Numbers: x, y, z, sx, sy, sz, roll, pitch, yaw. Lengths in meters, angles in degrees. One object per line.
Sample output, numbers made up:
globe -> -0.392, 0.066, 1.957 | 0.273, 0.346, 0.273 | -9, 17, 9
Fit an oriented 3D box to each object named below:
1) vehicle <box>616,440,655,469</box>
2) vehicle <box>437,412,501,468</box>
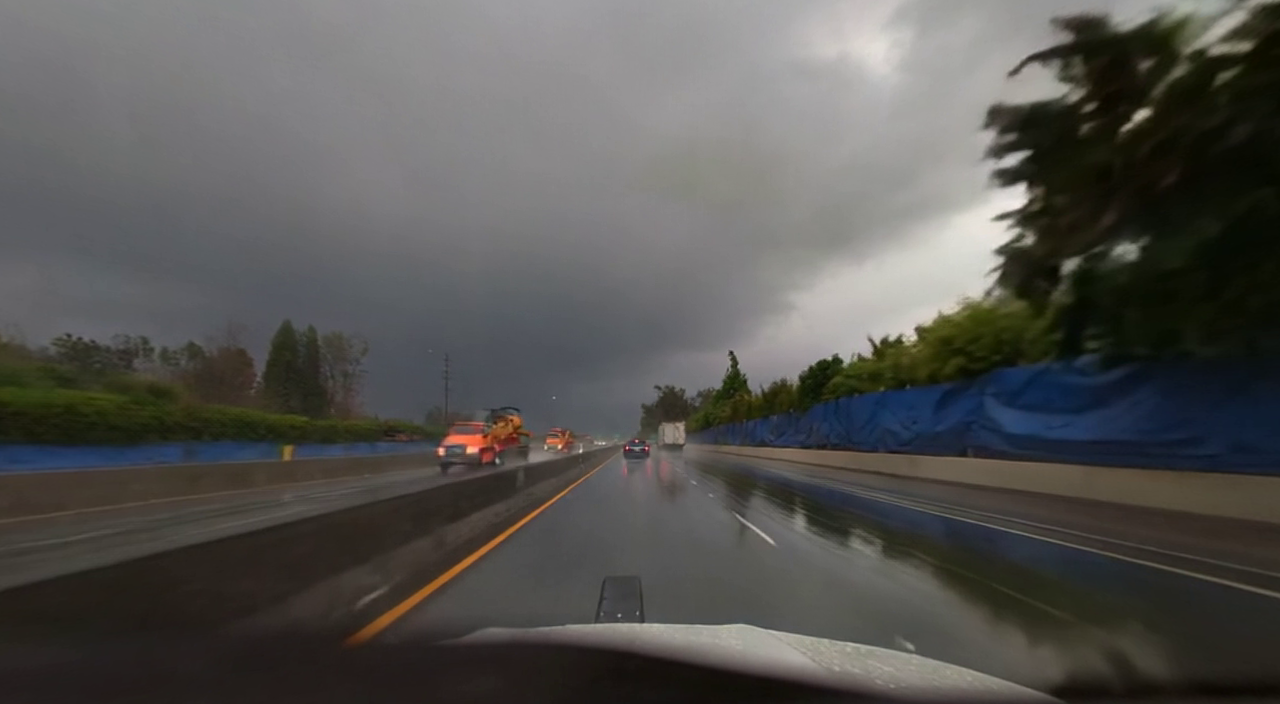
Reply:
vehicle -> -0.248, 5.579, 34.495 | 2.004, 1.472, 4.075 | 0, -8, 0
vehicle -> -13.014, 6.765, 48.414 | 3.010, 3.976, 6.420 | -1, -8, 1
